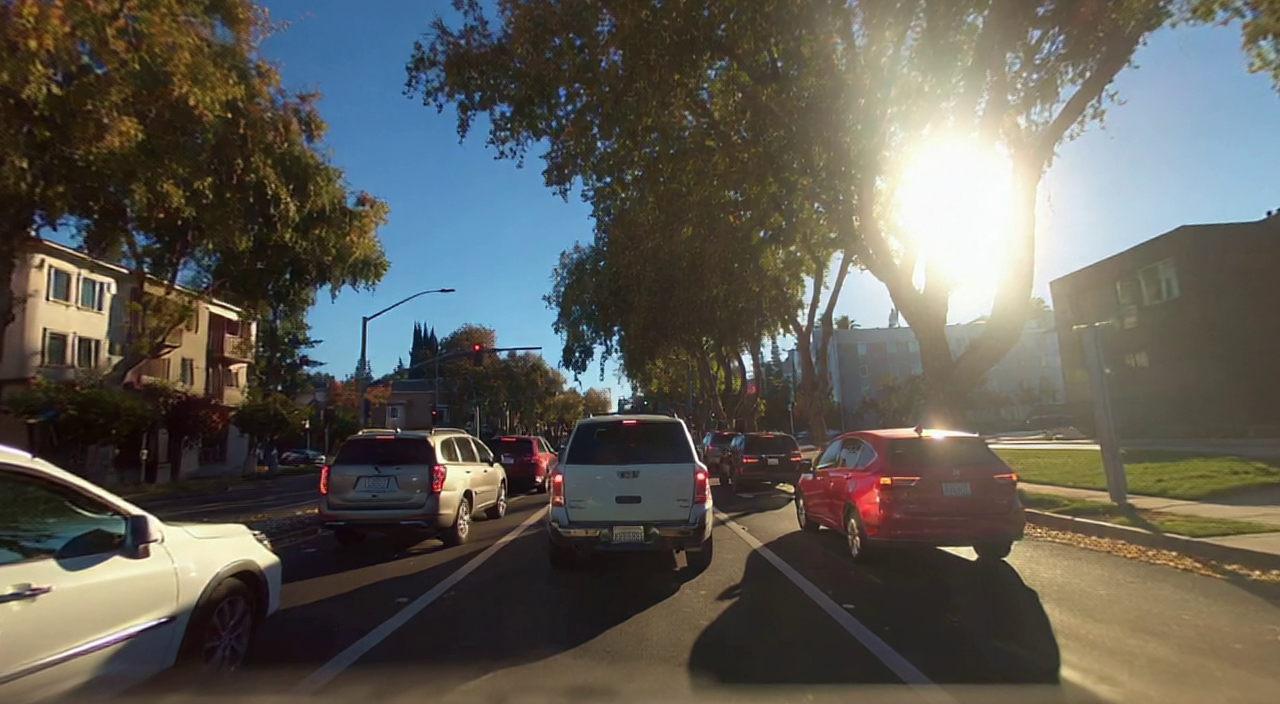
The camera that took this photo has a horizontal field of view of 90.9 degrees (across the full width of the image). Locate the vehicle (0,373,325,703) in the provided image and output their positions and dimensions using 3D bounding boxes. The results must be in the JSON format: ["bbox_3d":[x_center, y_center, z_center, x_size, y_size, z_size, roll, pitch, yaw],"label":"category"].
[{"bbox_3d":[-3.772,0.998,3.307,1.929,1.641,4.193,0,-8,2],"label":"vehicle"}]

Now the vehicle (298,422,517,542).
[{"bbox_3d":[-3.647,2.113,10.925,2.042,1.641,4.314,0,-8,1],"label":"vehicle"}]

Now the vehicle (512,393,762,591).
[{"bbox_3d":[-0.006,1.532,7.657,2.193,1.744,4.033,0,-8,1],"label":"vehicle"}]

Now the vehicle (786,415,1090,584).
[{"bbox_3d":[3.263,1.671,7.857,1.922,1.579,3.642,0,-8,-1],"label":"vehicle"}]
